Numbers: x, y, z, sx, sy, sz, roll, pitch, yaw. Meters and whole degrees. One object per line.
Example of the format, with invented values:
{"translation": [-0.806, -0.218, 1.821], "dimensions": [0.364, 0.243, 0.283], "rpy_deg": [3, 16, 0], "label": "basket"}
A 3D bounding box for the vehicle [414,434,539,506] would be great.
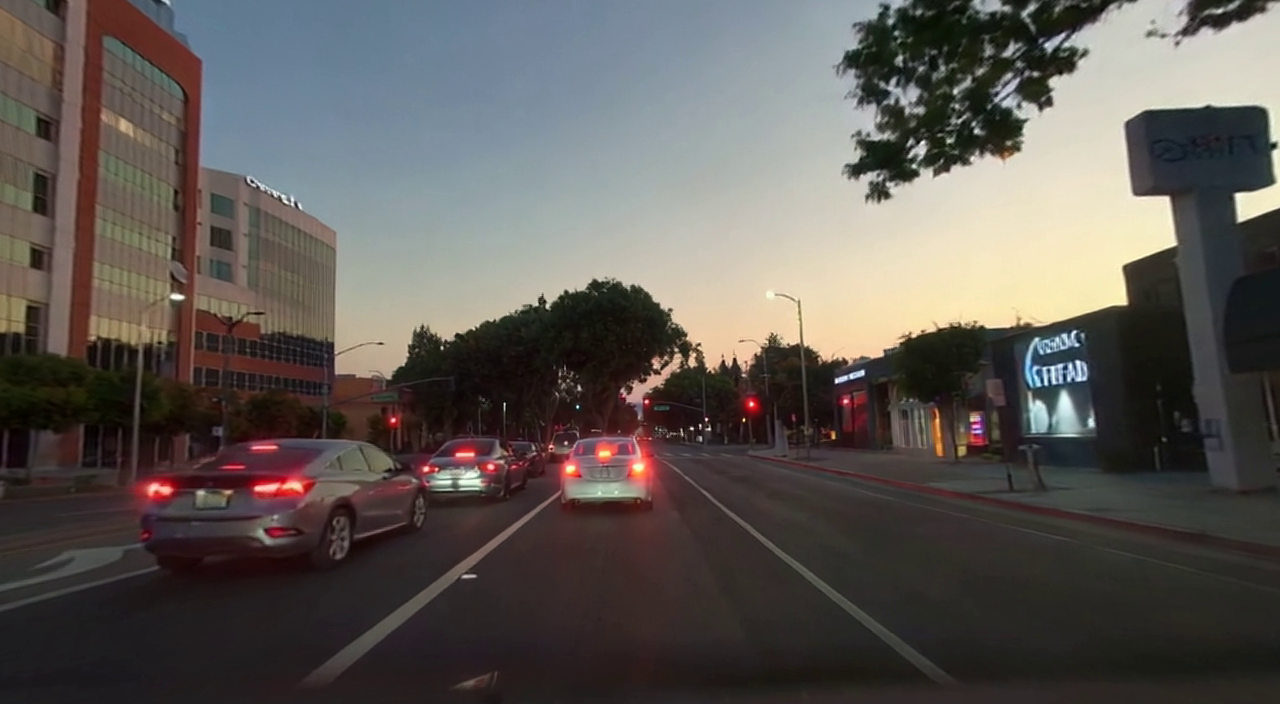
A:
{"translation": [-3.759, 2.795, 15.362], "dimensions": [1.950, 1.487, 4.130], "rpy_deg": [0, -9, 0], "label": "vehicle"}

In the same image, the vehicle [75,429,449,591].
{"translation": [-4.152, 1.789, 8.090], "dimensions": [2.020, 1.457, 4.496], "rpy_deg": [0, -9, 0], "label": "vehicle"}

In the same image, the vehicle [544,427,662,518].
{"translation": [-0.651, 2.378, 12.962], "dimensions": [2.042, 1.555, 3.912], "rpy_deg": [0, -9, -1], "label": "vehicle"}
